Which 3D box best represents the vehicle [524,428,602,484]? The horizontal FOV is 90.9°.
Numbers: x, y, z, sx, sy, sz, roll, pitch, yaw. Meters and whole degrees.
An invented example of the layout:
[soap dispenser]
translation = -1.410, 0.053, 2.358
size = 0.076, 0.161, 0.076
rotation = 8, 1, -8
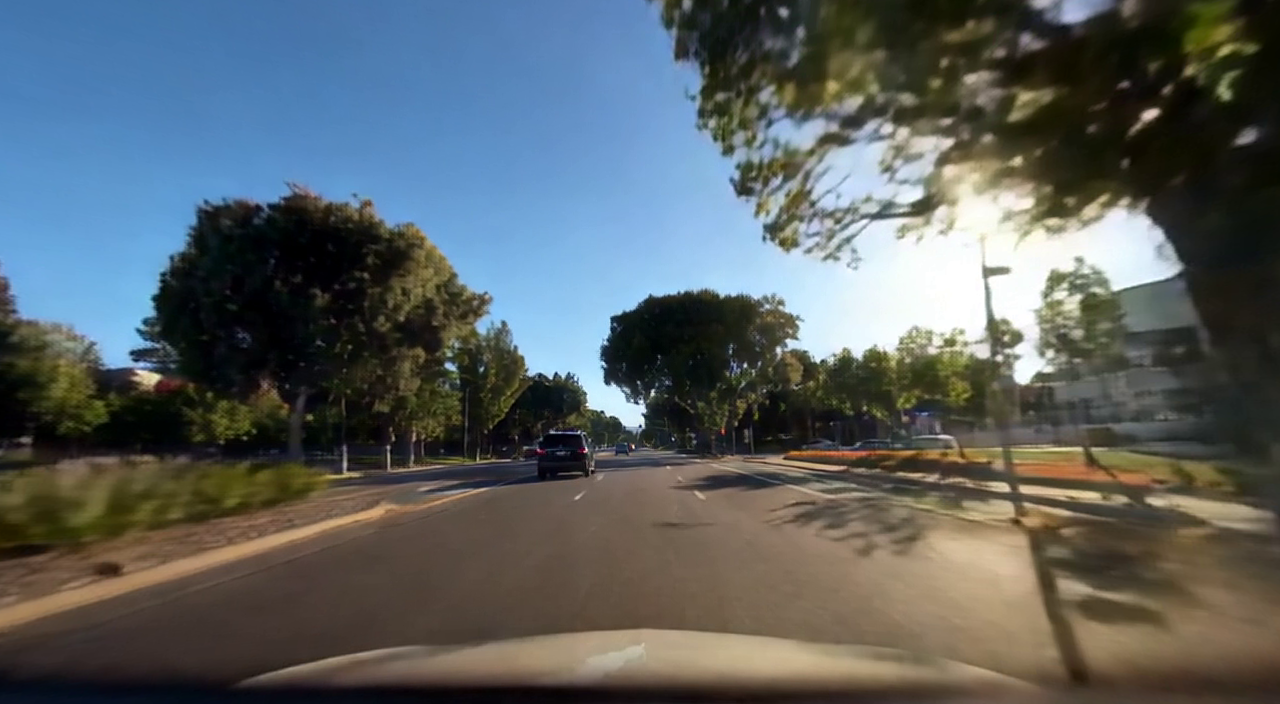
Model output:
[vehicle]
translation = -2.740, 3.843, 23.570
size = 2.179, 1.851, 4.756
rotation = 0, -8, 2
